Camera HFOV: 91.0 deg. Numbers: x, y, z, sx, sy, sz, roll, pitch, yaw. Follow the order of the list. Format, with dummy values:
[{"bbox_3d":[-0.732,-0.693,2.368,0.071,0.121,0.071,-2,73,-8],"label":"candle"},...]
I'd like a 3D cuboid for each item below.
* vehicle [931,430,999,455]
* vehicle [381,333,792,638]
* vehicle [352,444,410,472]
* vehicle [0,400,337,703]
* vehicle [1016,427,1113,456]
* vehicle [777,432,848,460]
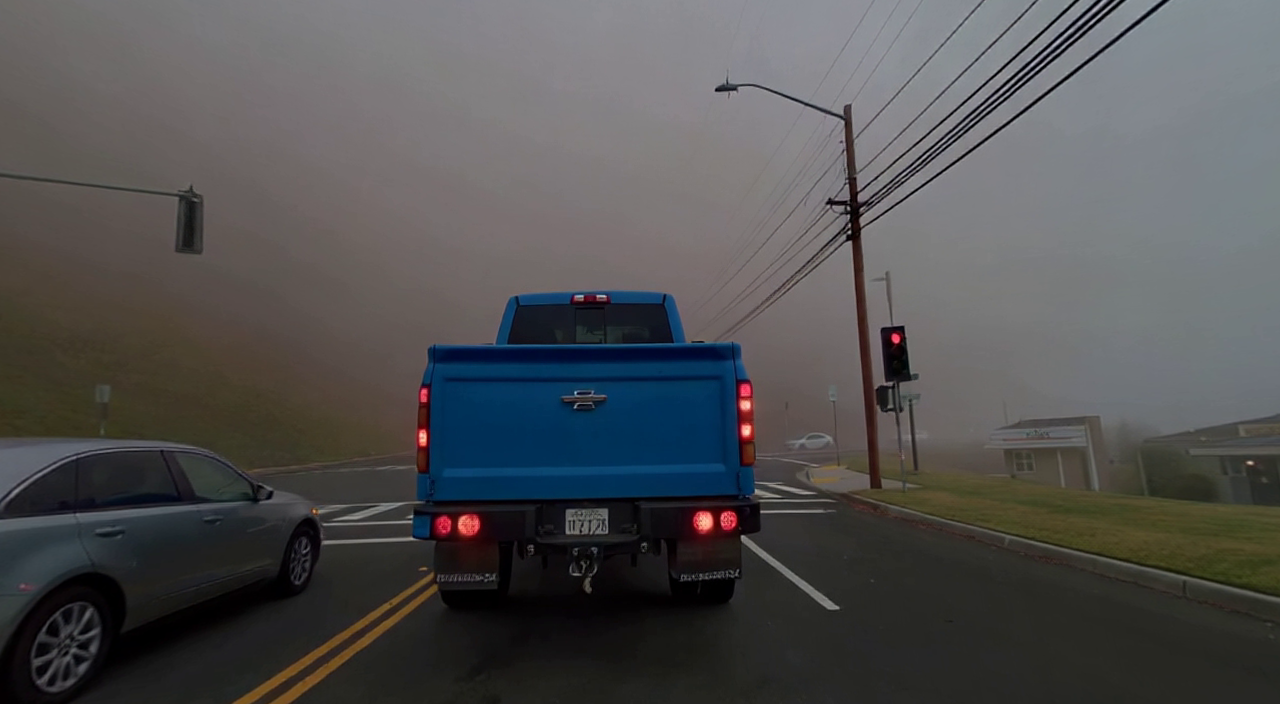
[{"bbox_3d":[24.047,6.715,46.515,5.021,1.757,2.012,5,-10,-30],"label":"vehicle"},{"bbox_3d":[-0.428,1.328,7.219,2.859,2.144,5.406,0,-9,-1],"label":"vehicle"},{"bbox_3d":[-17.149,7.016,41.912,2.133,1.690,4.331,0,-9,-3],"label":"vehicle"},{"bbox_3d":[-3.963,1.193,3.989,2.017,1.555,4.150,-1,-9,0],"label":"vehicle"},{"bbox_3d":[25.535,5.398,37.960,4.419,1.496,1.854,-2,-9,1],"label":"vehicle"},{"bbox_3d":[11.702,6.369,42.600,4.975,1.799,2.117,7,-11,-40],"label":"vehicle"}]
